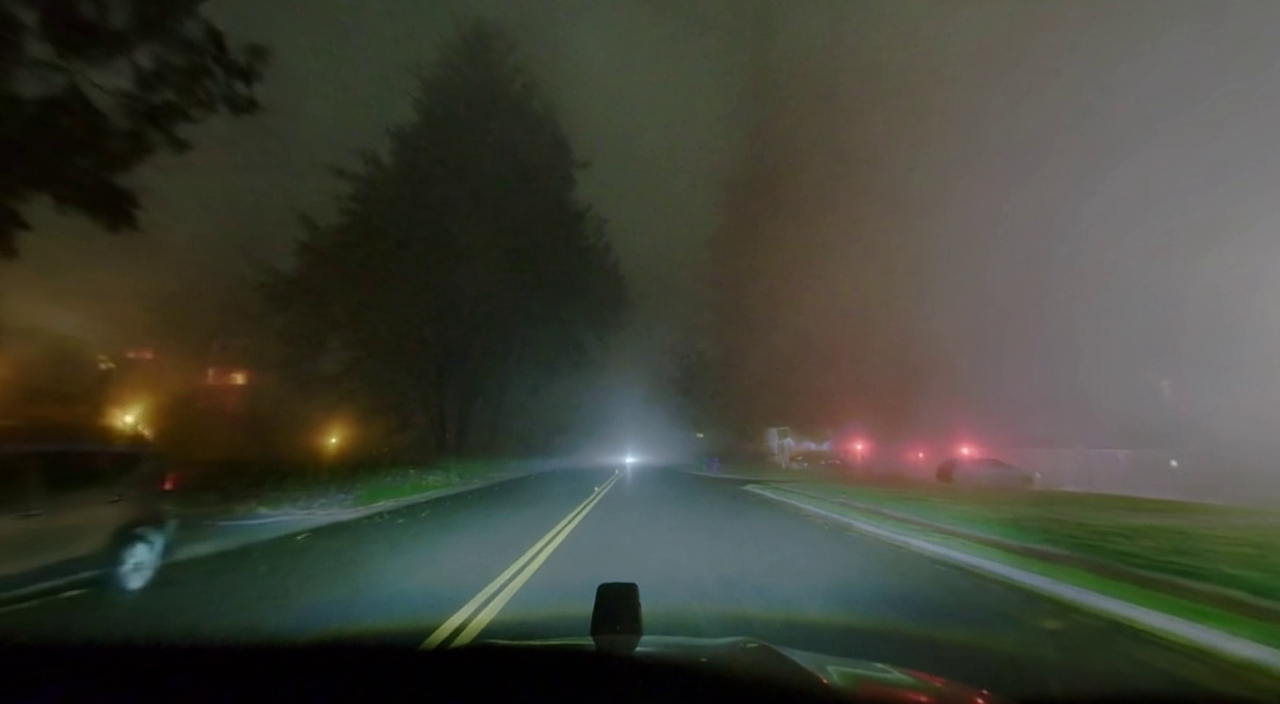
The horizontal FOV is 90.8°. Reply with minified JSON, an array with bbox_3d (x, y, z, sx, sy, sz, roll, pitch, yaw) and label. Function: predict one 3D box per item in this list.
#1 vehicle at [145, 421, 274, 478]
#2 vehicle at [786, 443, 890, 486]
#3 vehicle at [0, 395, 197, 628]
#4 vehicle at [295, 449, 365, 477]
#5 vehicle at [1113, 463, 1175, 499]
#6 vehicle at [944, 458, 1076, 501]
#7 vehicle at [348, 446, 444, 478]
[{"bbox_3d":[-17.498,4.007,25.638,4.918,1.918,2.002,-8,-11,24],"label":"vehicle"},{"bbox_3d":[10.839,6.159,34.626,4.854,1.771,2.123,-12,-12,28],"label":"vehicle"},{"bbox_3d":[-5.913,1.299,4.721,1.924,1.765,4.542,-7,-13,0],"label":"vehicle"},{"bbox_3d":[-21.372,7.617,43.450,4.507,1.774,1.923,-5,-10,27],"label":"vehicle"},{"bbox_3d":[27.013,6.887,33.962,1.916,1.620,3.519,-4,-9,28],"label":"vehicle"},{"bbox_3d":[14.477,4.991,24.958,4.231,1.493,1.941,-5,-10,28],"label":"vehicle"},{"bbox_3d":[-15.628,6.999,40.271,6.072,1.882,2.277,-5,-10,29],"label":"vehicle"}]
